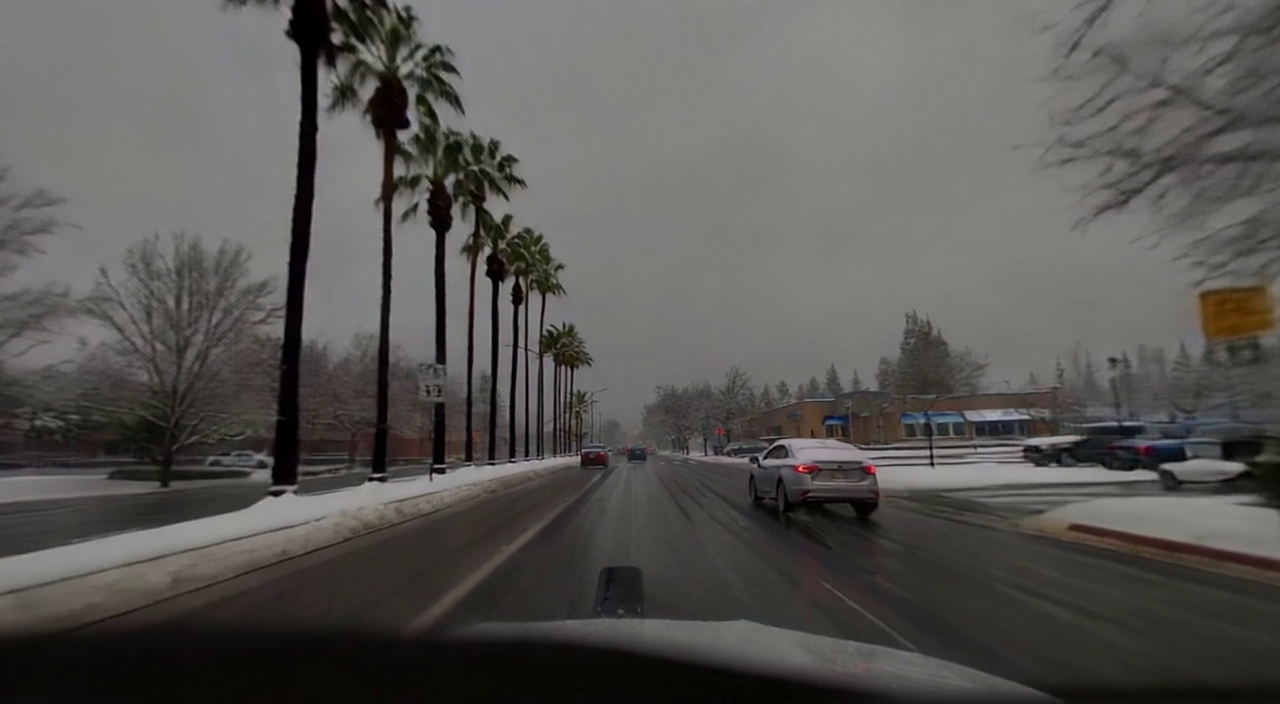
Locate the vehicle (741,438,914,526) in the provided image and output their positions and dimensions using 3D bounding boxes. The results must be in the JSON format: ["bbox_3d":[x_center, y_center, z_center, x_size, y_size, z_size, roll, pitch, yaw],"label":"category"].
[{"bbox_3d":[3.607,2.590,13.224,2.090,1.503,4.566,0,-9,-2],"label":"vehicle"}]

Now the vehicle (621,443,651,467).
[{"bbox_3d":[-0.323,7.673,47.244,2.102,1.653,3.698,0,-9,-1],"label":"vehicle"}]

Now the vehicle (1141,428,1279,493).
[{"bbox_3d":[15.423,2.702,16.186,1.975,1.464,3.651,-1,-8,-4],"label":"vehicle"}]

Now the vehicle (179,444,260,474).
[{"bbox_3d":[-31.963,8.122,48.276,2.210,2.068,5.774,0,-9,0],"label":"vehicle"}]

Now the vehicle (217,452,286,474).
[{"bbox_3d":[-29.130,8.352,47.556,1.958,1.476,4.576,-2,-10,5],"label":"vehicle"}]

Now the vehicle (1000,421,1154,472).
[{"bbox_3d":[18.418,4.049,26.799,4.719,1.803,2.339,-2,-12,-4],"label":"vehicle"}]
